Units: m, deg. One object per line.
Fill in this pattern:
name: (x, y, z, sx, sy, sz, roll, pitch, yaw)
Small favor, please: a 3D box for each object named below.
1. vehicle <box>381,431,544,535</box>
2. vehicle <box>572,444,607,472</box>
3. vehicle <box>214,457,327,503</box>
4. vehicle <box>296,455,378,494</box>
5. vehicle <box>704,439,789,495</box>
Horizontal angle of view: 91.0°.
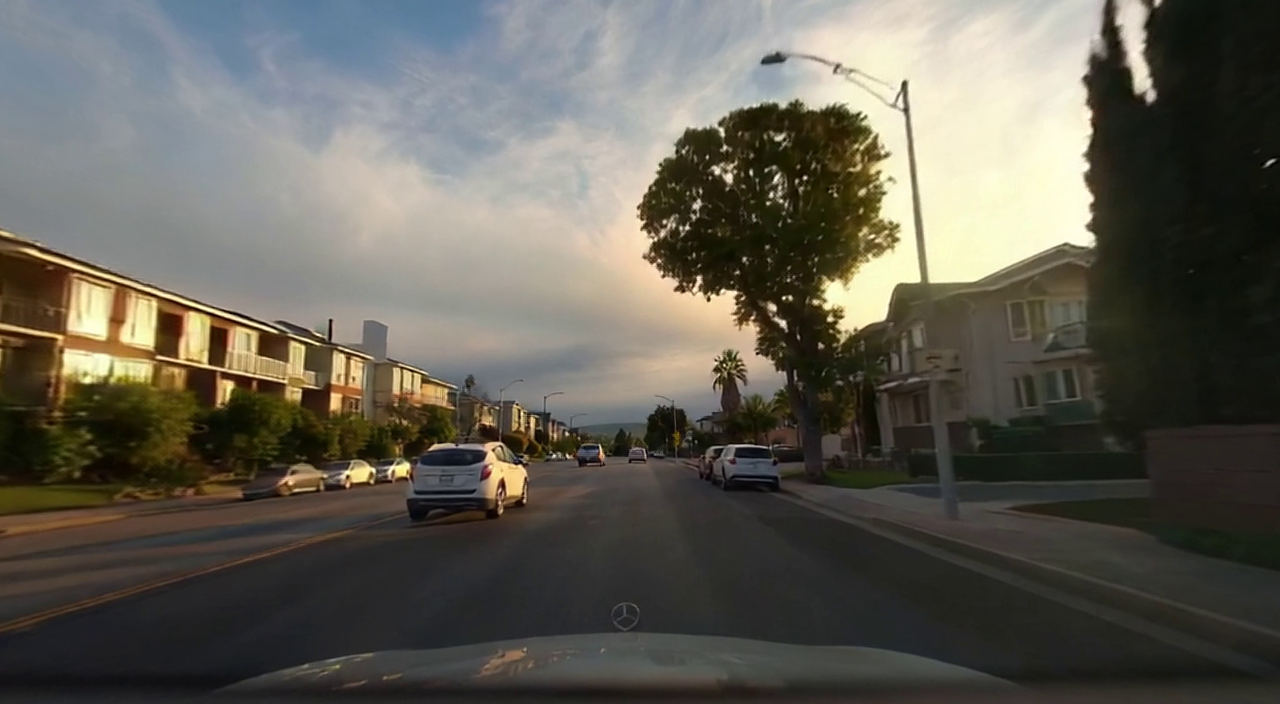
vehicle: (-3.174, 2.413, 12.188, 1.929, 1.651, 3.948, 0, -9, 1)
vehicle: (-3.491, 7.379, 43.994, 1.994, 1.810, 5.057, 0, -9, 0)
vehicle: (-13.765, 4.753, 23.789, 1.787, 1.461, 4.367, -1, -9, -2)
vehicle: (-13.771, 5.559, 28.864, 1.812, 1.467, 4.253, -4, -9, -2)
vehicle: (3.689, 4.107, 23.002, 2.125, 1.768, 5.544, 0, -9, 0)
